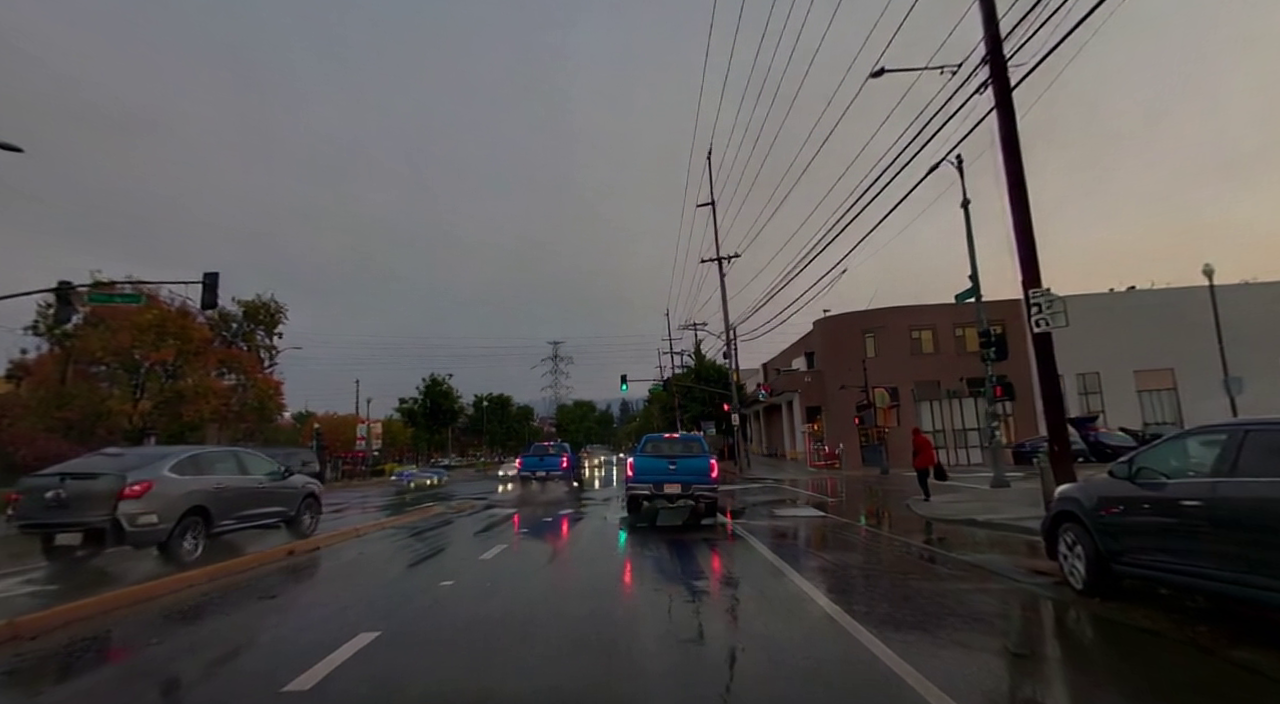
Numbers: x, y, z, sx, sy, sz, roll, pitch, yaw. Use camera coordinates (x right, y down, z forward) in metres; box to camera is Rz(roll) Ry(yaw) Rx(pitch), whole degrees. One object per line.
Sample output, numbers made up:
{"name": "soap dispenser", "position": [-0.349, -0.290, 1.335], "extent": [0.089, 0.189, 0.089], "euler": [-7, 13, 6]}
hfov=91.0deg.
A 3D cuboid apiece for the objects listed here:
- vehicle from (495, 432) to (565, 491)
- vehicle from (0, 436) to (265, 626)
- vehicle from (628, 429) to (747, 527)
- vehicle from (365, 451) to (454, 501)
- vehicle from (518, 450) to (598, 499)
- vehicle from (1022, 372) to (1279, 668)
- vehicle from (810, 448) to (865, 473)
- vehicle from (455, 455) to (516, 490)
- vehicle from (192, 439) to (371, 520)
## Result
{"name": "vehicle", "position": [-6.066, 6.157, 35.827], "extent": [2.619, 2.948, 7.193], "euler": [0, -9, 0]}
{"name": "vehicle", "position": [-6.263, 1.666, 6.465], "extent": [1.994, 1.551, 4.414], "euler": [0, -9, 1]}
{"name": "vehicle", "position": [1.057, 2.583, 13.514], "extent": [2.089, 1.699, 4.650], "euler": [-1, -9, 6]}
{"name": "vehicle", "position": [-9.170, 4.928, 25.476], "extent": [1.961, 1.814, 4.418], "euler": [0, -9, -1]}
{"name": "vehicle", "position": [-2.848, 4.390, 22.984], "extent": [1.995, 1.554, 4.618], "euler": [0, -9, 4]}
{"name": "vehicle", "position": [5.001, 1.121, 4.376], "extent": [1.974, 1.823, 4.576], "euler": [0, -9, 3]}
{"name": "vehicle", "position": [13.078, 7.221, 42.070], "extent": [2.075, 1.556, 4.585], "euler": [1, -9, -2]}
{"name": "vehicle", "position": [-9.399, 7.349, 38.823], "extent": [2.231, 1.902, 5.775], "euler": [0, -9, 0]}
{"name": "vehicle", "position": [-9.853, 3.509, 18.023], "extent": [2.081, 1.925, 5.632], "euler": [1, -9, -4]}
